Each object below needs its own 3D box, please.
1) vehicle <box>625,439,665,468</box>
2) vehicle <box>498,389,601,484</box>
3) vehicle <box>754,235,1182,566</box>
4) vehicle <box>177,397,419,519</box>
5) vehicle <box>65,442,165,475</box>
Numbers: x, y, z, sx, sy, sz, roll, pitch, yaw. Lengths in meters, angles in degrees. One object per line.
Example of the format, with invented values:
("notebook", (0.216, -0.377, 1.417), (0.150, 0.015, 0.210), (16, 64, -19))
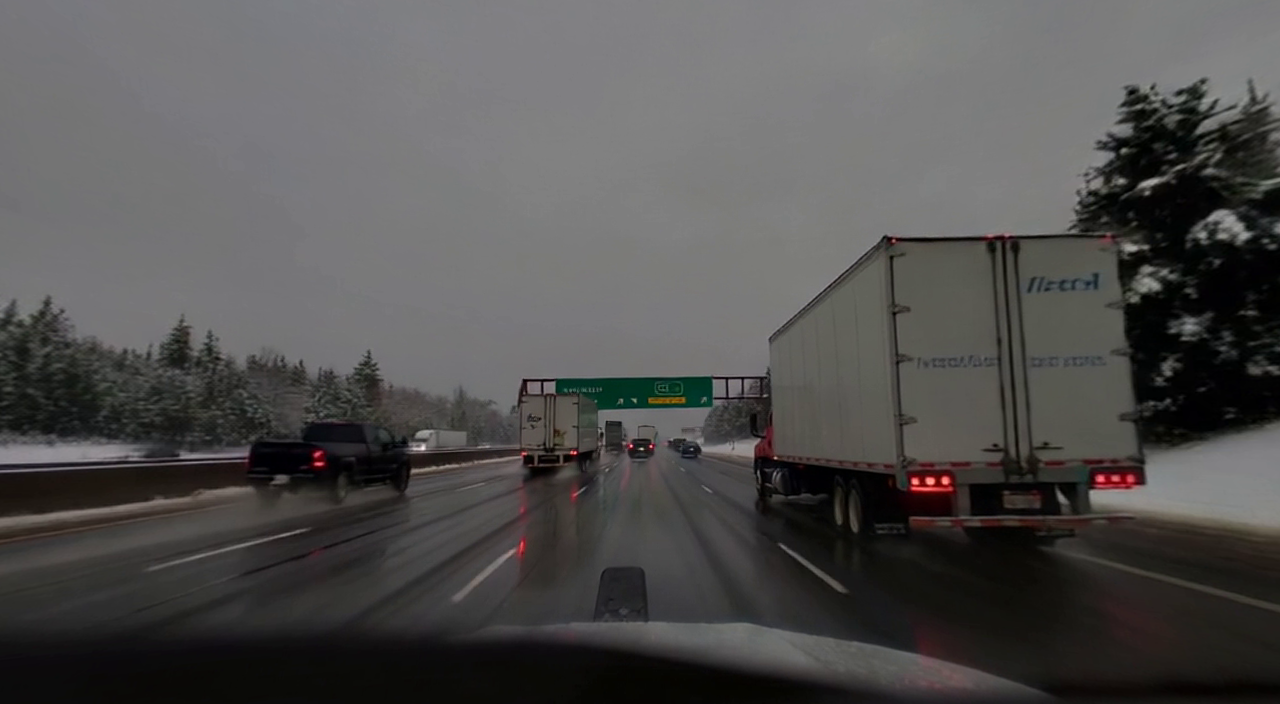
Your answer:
("vehicle", (0.251, 5.719, 35.675), (2.105, 1.502, 4.068), (0, -8, 0))
("vehicle", (-3.264, 3.379, 24.914), (2.745, 3.156, 7.608), (0, -8, 1))
("vehicle", (4.043, 1.008, 10.410), (2.895, 3.484, 7.631), (0, -8, 0))
("vehicle", (-7.193, 2.341, 14.291), (2.322, 2.195, 5.556), (0, -8, 0))
("vehicle", (-31.693, 6.421, 38.303), (1.995, 1.814, 4.701), (0, -8, 0))
